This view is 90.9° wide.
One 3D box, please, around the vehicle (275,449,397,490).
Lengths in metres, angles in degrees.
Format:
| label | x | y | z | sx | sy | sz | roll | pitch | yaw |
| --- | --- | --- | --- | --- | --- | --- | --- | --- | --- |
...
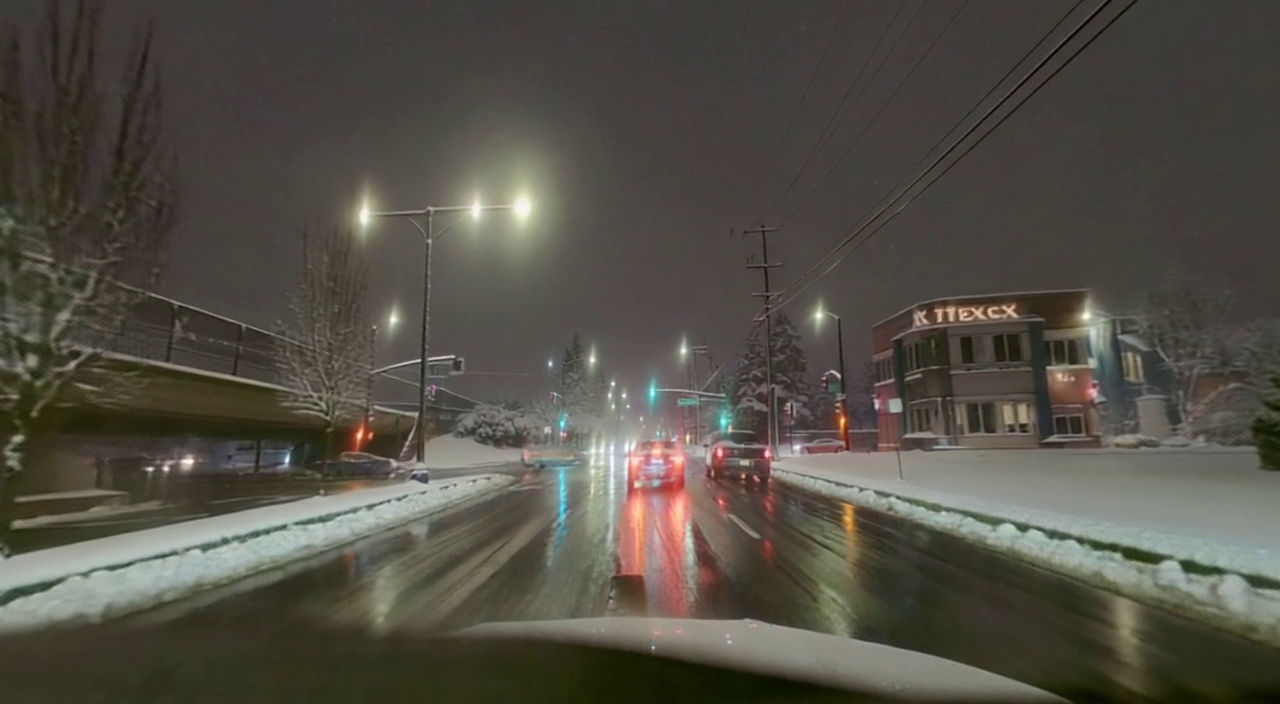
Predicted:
| label | x | y | z | sx | sy | sz | roll | pitch | yaw |
| --- | --- | --- | --- | --- | --- | --- | --- | --- | --- |
| vehicle | -13.484 | 5.178 | 28.263 | 1.832 | 1.611 | 4.546 | -6 | -10 | 34 |

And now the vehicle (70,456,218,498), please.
| label | x | y | z | sx | sy | sz | roll | pitch | yaw |
| --- | --- | --- | --- | --- | --- | --- | --- | --- | --- |
| vehicle | -20.111 | 5.037 | 25.769 | 1.873 | 1.462 | 4.283 | -5 | -10 | 31 |

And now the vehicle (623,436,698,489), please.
| label | x | y | z | sx | sy | sz | roll | pitch | yaw |
| --- | --- | --- | --- | --- | --- | --- | --- | --- | --- |
| vehicle | 0.580 | 3.433 | 19.905 | 2.101 | 1.467 | 4.210 | 0 | -8 | 0 |

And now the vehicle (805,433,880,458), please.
| label | x | y | z | sx | sy | sz | roll | pitch | yaw |
| --- | --- | --- | --- | --- | --- | --- | --- | --- | --- |
| vehicle | 14.526 | 6.701 | 45.378 | 4.698 | 1.736 | 1.945 | 1 | -8 | -7 |

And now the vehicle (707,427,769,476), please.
| label | x | y | z | sx | sy | sz | roll | pitch | yaw |
| --- | --- | --- | --- | --- | --- | --- | --- | --- | --- |
| vehicle | 4.296 | 4.460 | 28.358 | 2.080 | 1.999 | 4.379 | 0 | -8 | 1 |

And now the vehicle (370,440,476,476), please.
| label | x | y | z | sx | sy | sz | roll | pitch | yaw |
| --- | --- | --- | --- | --- | --- | --- | --- | --- | --- |
| vehicle | -12.547 | 6.148 | 36.931 | 2.322 | 1.916 | 5.640 | -5 | -10 | 31 |

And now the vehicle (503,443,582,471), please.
| label | x | y | z | sx | sy | sz | roll | pitch | yaw |
| --- | --- | --- | --- | --- | --- | --- | --- | --- | --- |
| vehicle | -5.691 | 6.140 | 37.154 | 4.302 | 1.543 | 1.860 | 7 | -11 | -42 |
